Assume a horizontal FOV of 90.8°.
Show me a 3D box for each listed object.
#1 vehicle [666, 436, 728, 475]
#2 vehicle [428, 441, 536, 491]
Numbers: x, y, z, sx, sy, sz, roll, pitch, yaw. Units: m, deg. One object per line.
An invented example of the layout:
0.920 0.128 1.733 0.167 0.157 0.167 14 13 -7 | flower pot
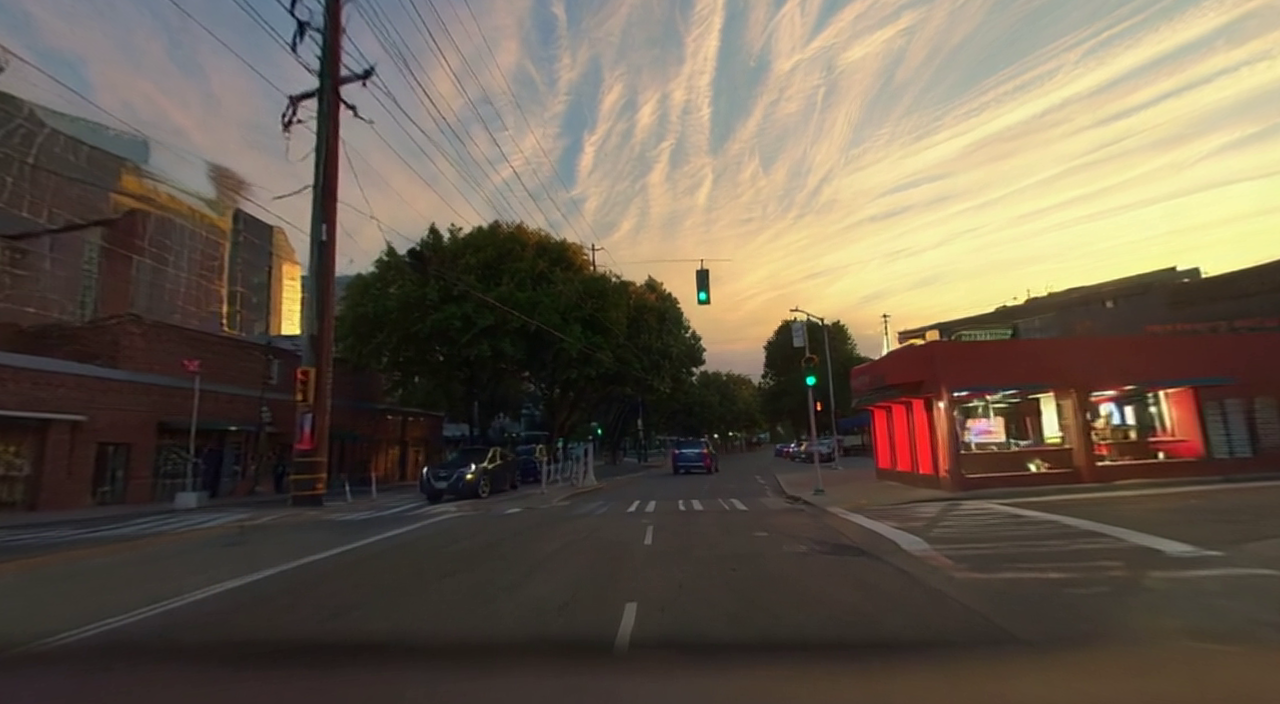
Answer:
2.826 4.974 30.336 2.101 1.721 4.364 -3 -10 16 | vehicle
-5.920 4.344 24.326 2.017 1.684 4.483 -3 -10 16 | vehicle
